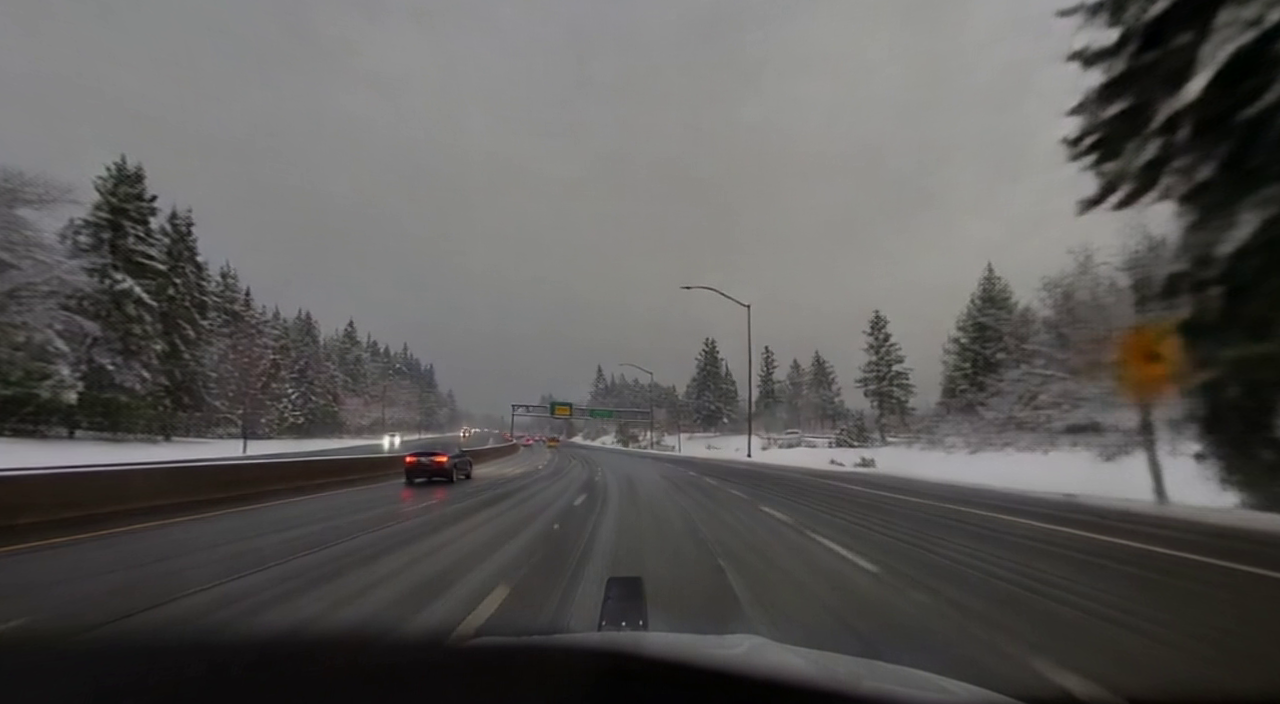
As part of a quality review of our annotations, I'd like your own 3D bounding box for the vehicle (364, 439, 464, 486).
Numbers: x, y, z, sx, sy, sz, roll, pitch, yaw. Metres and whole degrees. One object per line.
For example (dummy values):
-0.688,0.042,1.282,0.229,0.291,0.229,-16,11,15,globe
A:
-7.933,3.898,22.606,2.025,1.494,4.495,0,-8,-2,vehicle
